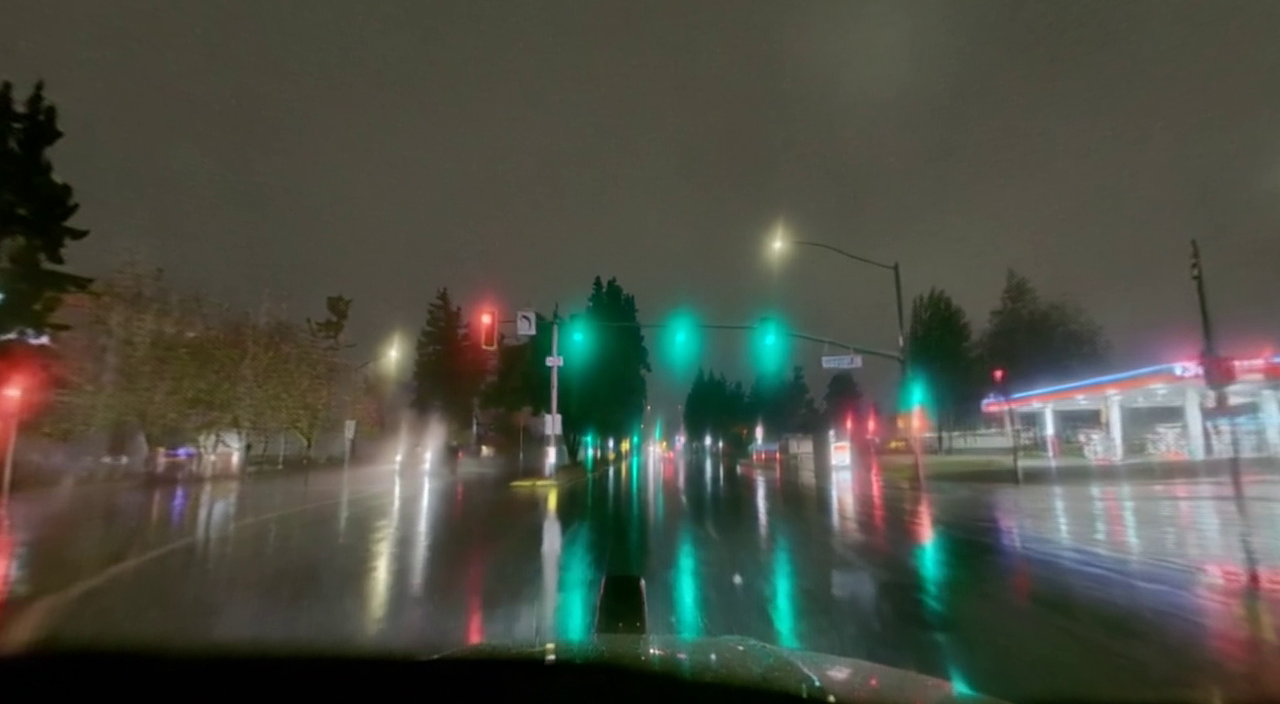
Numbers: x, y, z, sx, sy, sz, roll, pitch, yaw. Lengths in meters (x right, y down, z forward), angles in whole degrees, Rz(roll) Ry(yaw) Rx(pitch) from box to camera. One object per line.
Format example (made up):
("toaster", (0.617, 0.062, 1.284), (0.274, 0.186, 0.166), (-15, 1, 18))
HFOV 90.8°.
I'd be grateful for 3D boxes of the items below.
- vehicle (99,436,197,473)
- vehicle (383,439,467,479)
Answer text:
("vehicle", (-37.242, 7.741, 47.892), (5.831, 2.624, 2.189), (-1, -8, 8))
("vehicle", (-9.224, 4.613, 27.493), (2.029, 1.452, 4.598), (-3, -9, 1))
